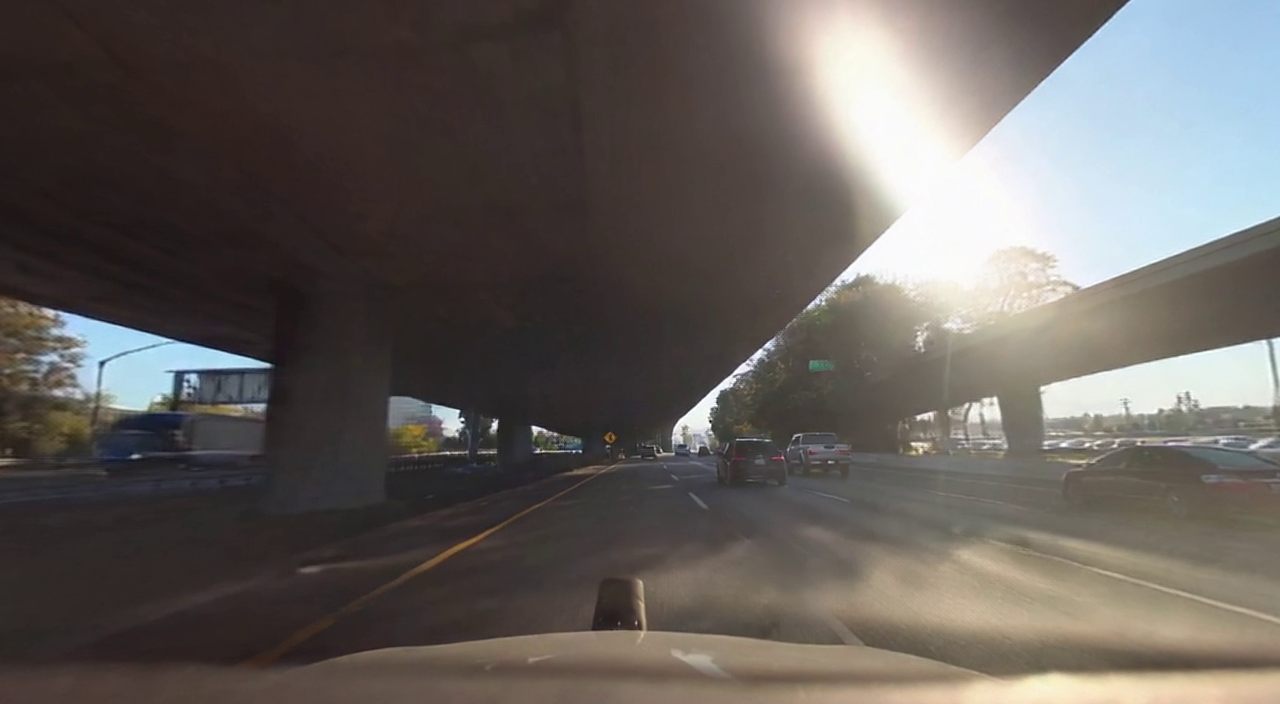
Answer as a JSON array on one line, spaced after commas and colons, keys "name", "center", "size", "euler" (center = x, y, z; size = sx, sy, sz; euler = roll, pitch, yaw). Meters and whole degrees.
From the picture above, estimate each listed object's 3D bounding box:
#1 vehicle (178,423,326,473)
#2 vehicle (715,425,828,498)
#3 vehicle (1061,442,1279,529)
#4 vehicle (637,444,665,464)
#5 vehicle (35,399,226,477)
[{"name": "vehicle", "center": [-29.583, 7.512, 49.428], "size": [2.895, 3.316, 13.545], "euler": [-1, -9, 1]}, {"name": "vehicle", "center": [3.585, 3.113, 18.303], "size": [2.226, 1.779, 4.835], "euler": [0, -9, 0]}, {"name": "vehicle", "center": [11.065, 2.597, 12.923], "size": [1.827, 1.448, 4.370], "euler": [0, -9, -1]}, {"name": "vehicle", "center": [0.893, 7.831, 48.750], "size": [2.046, 1.475, 3.784], "euler": [-1, -9, 2]}, {"name": "vehicle", "center": [-29.779, 5.229, 37.859], "size": [3.065, 4.038, 9.768], "euler": [-1, -9, 1]}]
